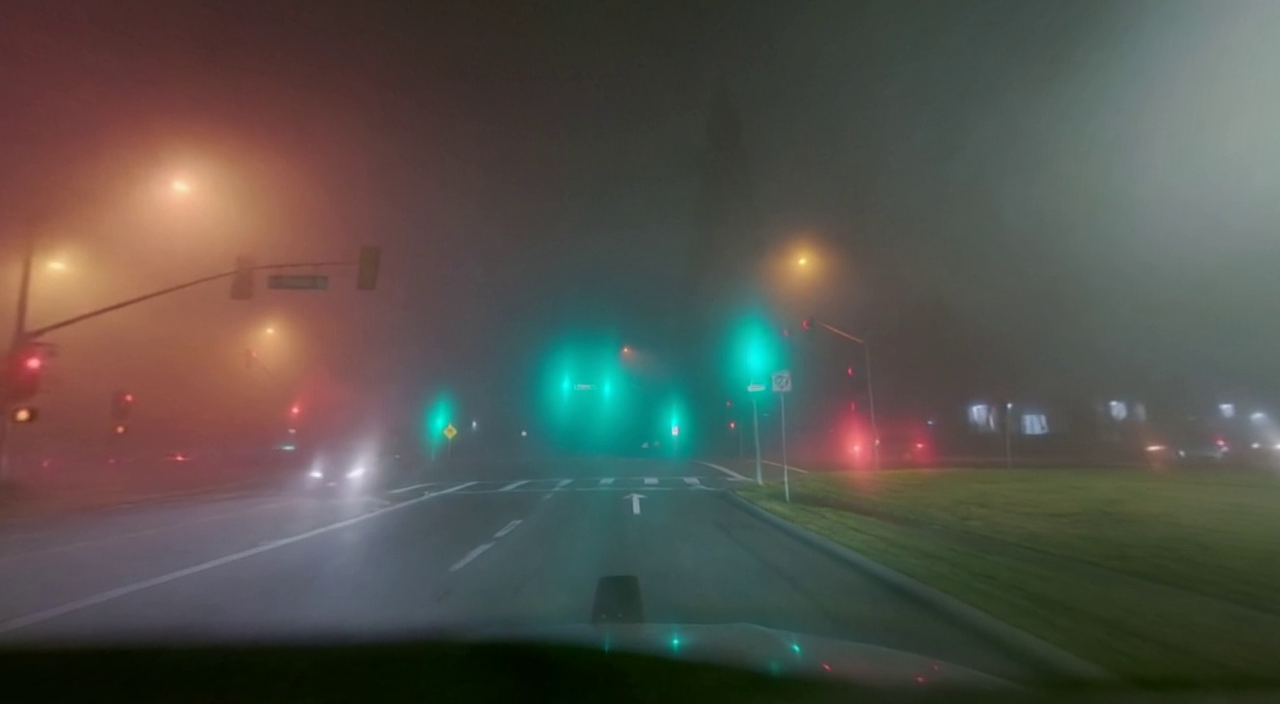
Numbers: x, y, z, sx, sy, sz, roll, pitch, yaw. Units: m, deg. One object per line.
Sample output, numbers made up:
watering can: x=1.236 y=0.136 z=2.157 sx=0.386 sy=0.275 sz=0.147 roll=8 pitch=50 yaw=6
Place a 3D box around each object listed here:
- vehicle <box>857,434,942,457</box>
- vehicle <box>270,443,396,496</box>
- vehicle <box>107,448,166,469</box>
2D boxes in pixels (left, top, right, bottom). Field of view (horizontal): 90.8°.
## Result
vehicle: x=16.772 y=6.041 z=41.017 sx=4.720 sy=1.410 sz=1.784 roll=-1 pitch=-8 yaw=9
vehicle: x=-10.030 y=3.835 z=21.104 sx=2.035 sy=1.461 sz=4.465 roll=-3 pitch=-8 yaw=-1
vehicle: x=-39.044 y=8.261 z=49.104 sx=1.959 sy=1.590 sz=4.105 roll=3 pitch=-9 yaw=-15
